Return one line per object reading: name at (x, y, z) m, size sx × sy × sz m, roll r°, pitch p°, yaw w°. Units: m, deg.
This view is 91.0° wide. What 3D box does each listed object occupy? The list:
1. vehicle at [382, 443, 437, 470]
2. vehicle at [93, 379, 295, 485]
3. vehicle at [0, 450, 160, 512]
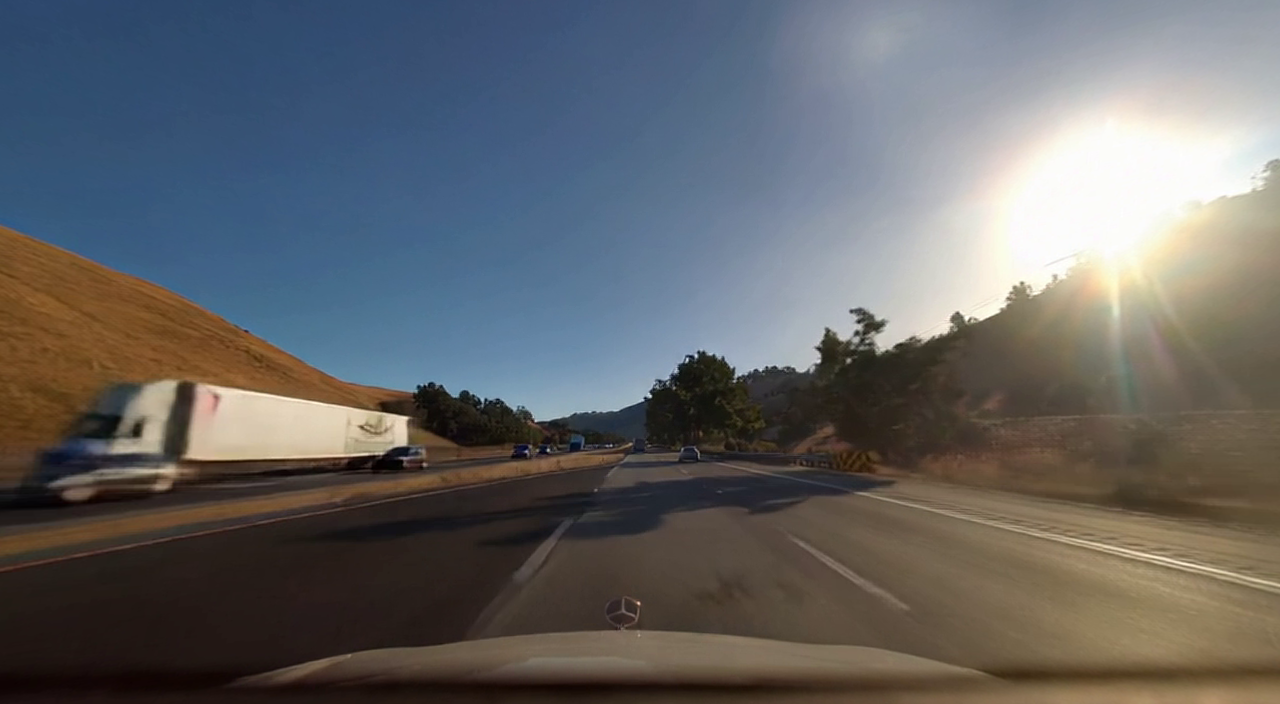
vehicle at (-15.968, 7.250, 43.912) m, size 2.030 × 1.710 × 4.502 m, roll 0°, pitch -8°, yaw 2°
vehicle at (-20.588, 3.898, 30.104) m, size 3.028 × 4.329 × 8.712 m, roll 0°, pitch -8°, yaw 1°
vehicle at (-16.306, 3.508, 17.706) m, size 1.888 × 1.462 × 4.599 m, roll 0°, pitch -8°, yaw 1°
